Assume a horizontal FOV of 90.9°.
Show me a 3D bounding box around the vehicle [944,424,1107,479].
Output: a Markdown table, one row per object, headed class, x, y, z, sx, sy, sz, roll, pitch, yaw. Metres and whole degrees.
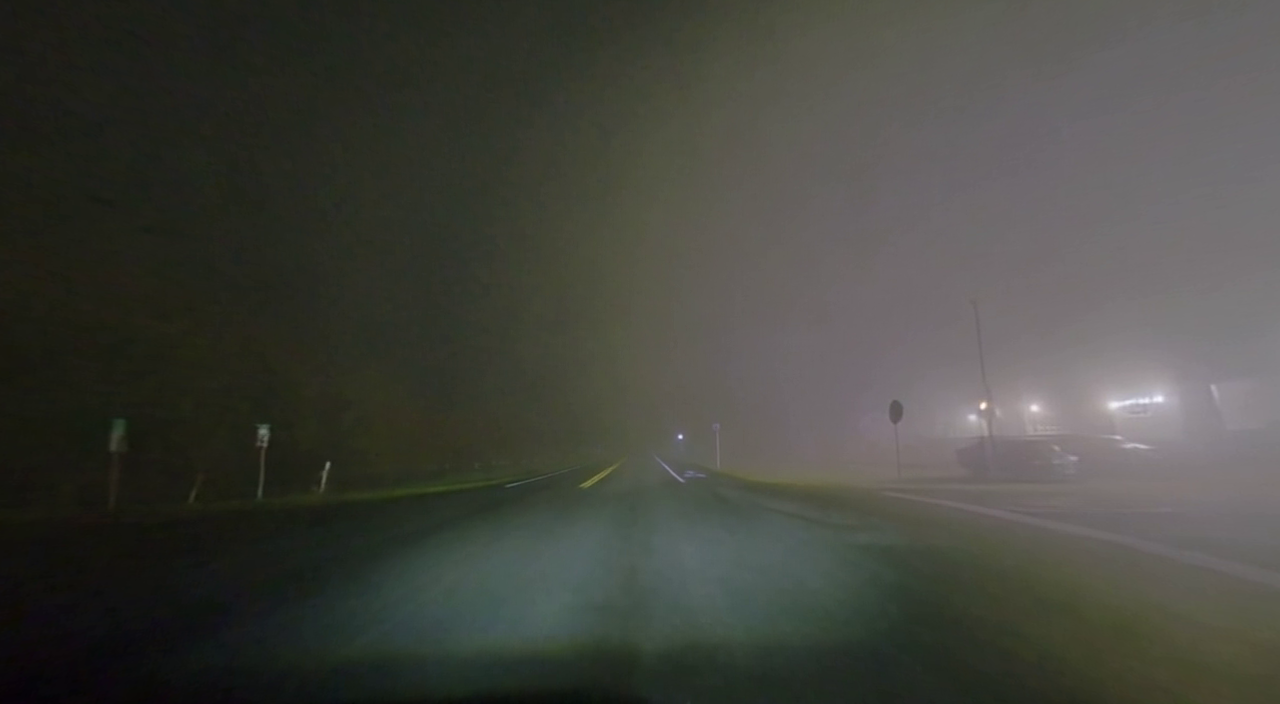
| class | x | y | z | sx | sy | sz | roll | pitch | yaw |
| --- | --- | --- | --- | --- | --- | --- | --- | --- | --- |
| vehicle | 14.333 | 3.726 | 23.852 | 2.037 | 1.829 | 4.919 | 3 | -9 | -21 |
